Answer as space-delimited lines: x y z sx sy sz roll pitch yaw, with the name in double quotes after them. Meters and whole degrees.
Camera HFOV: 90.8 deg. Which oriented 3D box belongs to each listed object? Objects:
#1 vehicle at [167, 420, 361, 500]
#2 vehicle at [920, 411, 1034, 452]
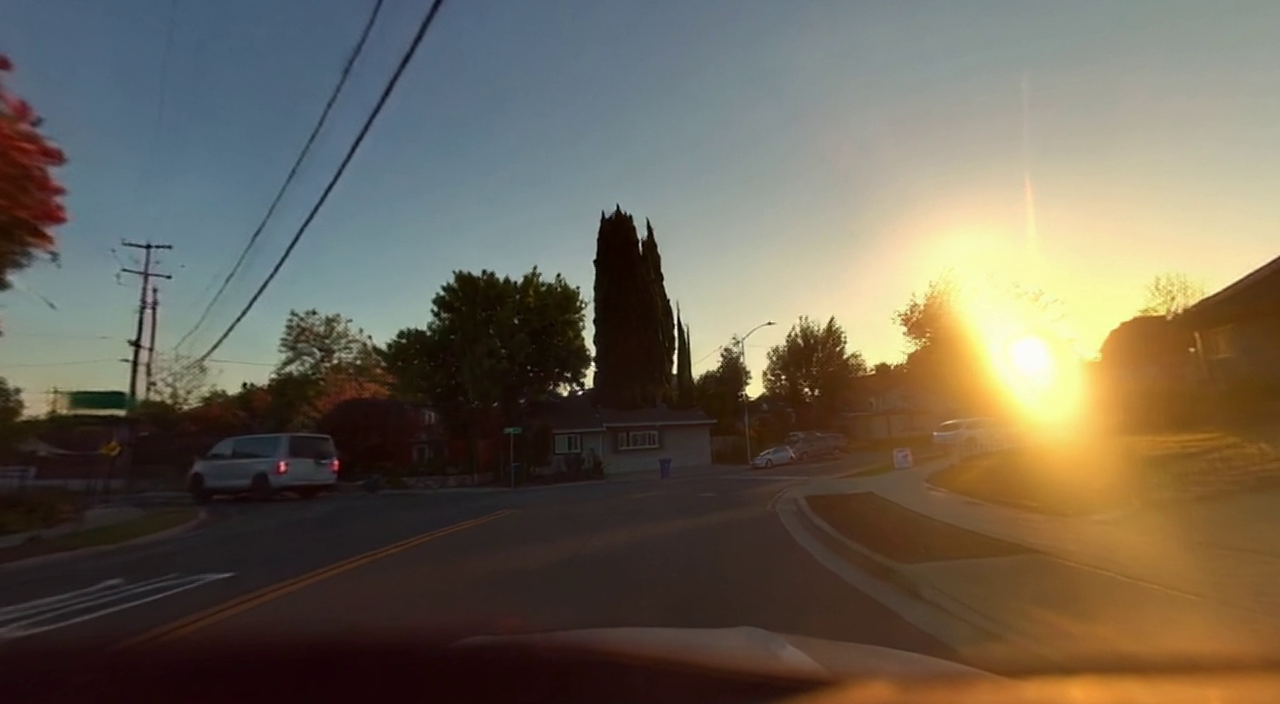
-16.159 4.581 27.172 7.559 3.058 2.929 -3 -9 21 "vehicle"
18.493 4.469 34.864 2.056 2.014 5.011 7 -12 -42 "vehicle"
